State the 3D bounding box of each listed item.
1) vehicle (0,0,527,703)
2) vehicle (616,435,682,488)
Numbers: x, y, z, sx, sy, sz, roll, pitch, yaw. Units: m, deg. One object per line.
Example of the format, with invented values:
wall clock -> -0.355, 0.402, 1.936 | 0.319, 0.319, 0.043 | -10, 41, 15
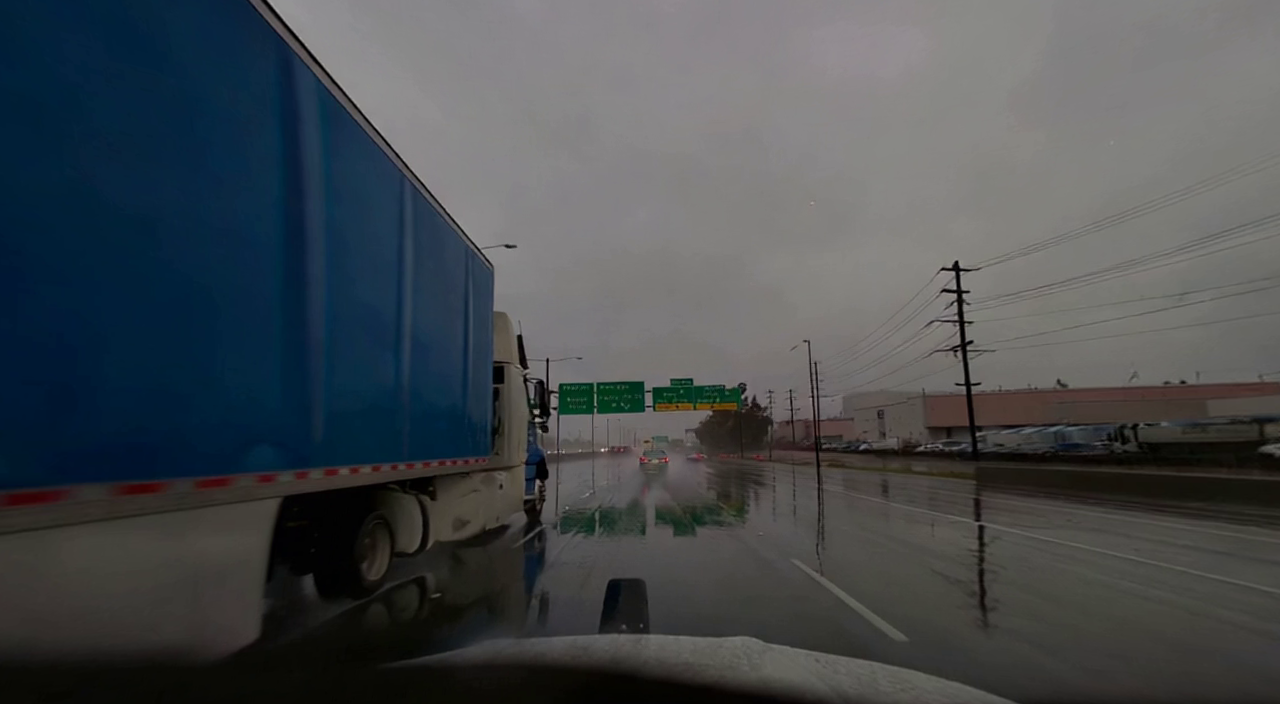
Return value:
vehicle -> -3.925, -0.033, 4.728 | 2.888, 4.308, 16.259 | 0, -8, 1
vehicle -> 0.301, 4.177, 24.510 | 2.279, 1.837, 4.747 | 0, -8, 0
